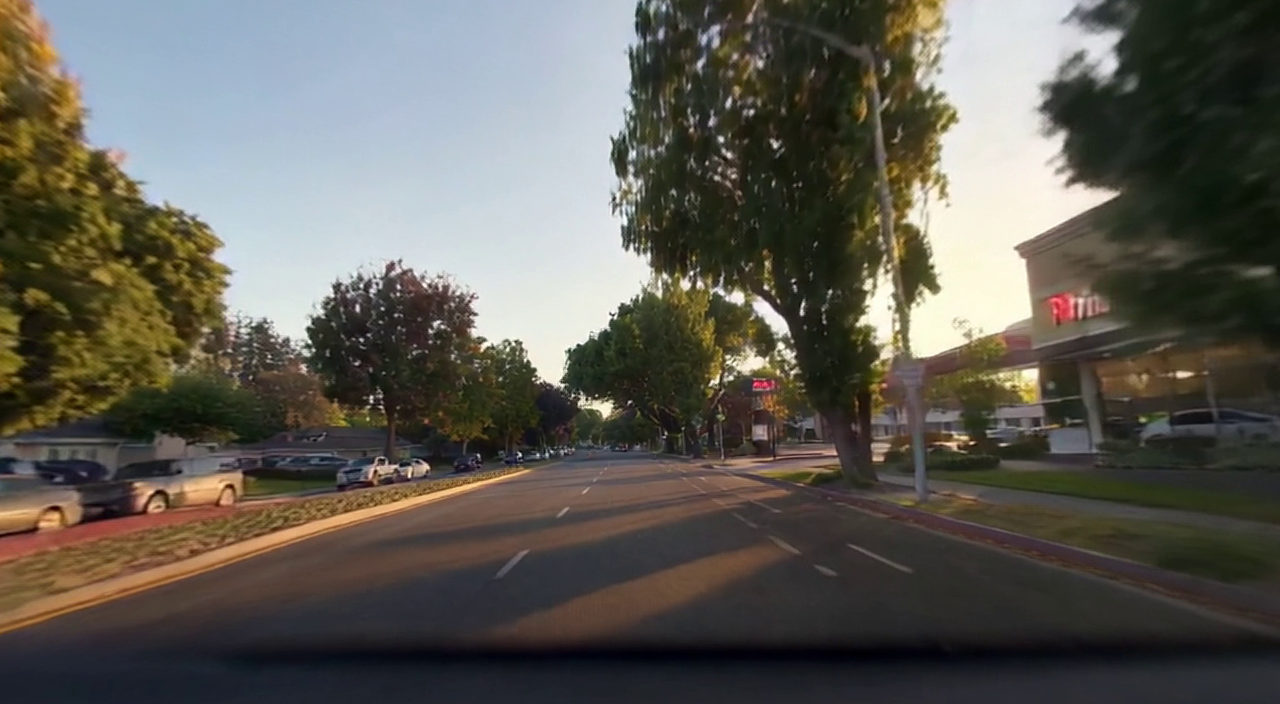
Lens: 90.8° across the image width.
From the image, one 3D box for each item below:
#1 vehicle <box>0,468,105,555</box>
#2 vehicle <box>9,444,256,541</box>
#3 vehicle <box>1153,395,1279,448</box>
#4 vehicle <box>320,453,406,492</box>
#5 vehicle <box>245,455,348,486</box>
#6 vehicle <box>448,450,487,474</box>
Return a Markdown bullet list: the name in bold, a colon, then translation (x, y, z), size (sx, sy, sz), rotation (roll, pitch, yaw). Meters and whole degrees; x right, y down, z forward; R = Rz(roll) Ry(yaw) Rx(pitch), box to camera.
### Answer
- **vehicle**: translation (-12.447, 2.920, 11.394), size (1.958, 1.457, 4.254), rotation (0, -8, -2)
- **vehicle**: translation (-12.661, 3.469, 16.413), size (2.351, 1.905, 5.138), rotation (-4, -9, -3)
- **vehicle**: translation (24.908, 2.830, 25.237), size (2.392, 1.996, 6.238), rotation (5, -10, -32)
- **vehicle**: translation (-12.748, 5.522, 29.433), size (1.897, 1.564, 4.875), rotation (0, -8, -1)
- **vehicle**: translation (-21.226, 7.323, 39.233), size (5.007, 1.736, 2.350), rotation (0, -8, -5)
- **vehicle**: translation (-13.212, 8.431, 48.522), size (1.953, 1.558, 3.839), rotation (-5, -8, -3)
